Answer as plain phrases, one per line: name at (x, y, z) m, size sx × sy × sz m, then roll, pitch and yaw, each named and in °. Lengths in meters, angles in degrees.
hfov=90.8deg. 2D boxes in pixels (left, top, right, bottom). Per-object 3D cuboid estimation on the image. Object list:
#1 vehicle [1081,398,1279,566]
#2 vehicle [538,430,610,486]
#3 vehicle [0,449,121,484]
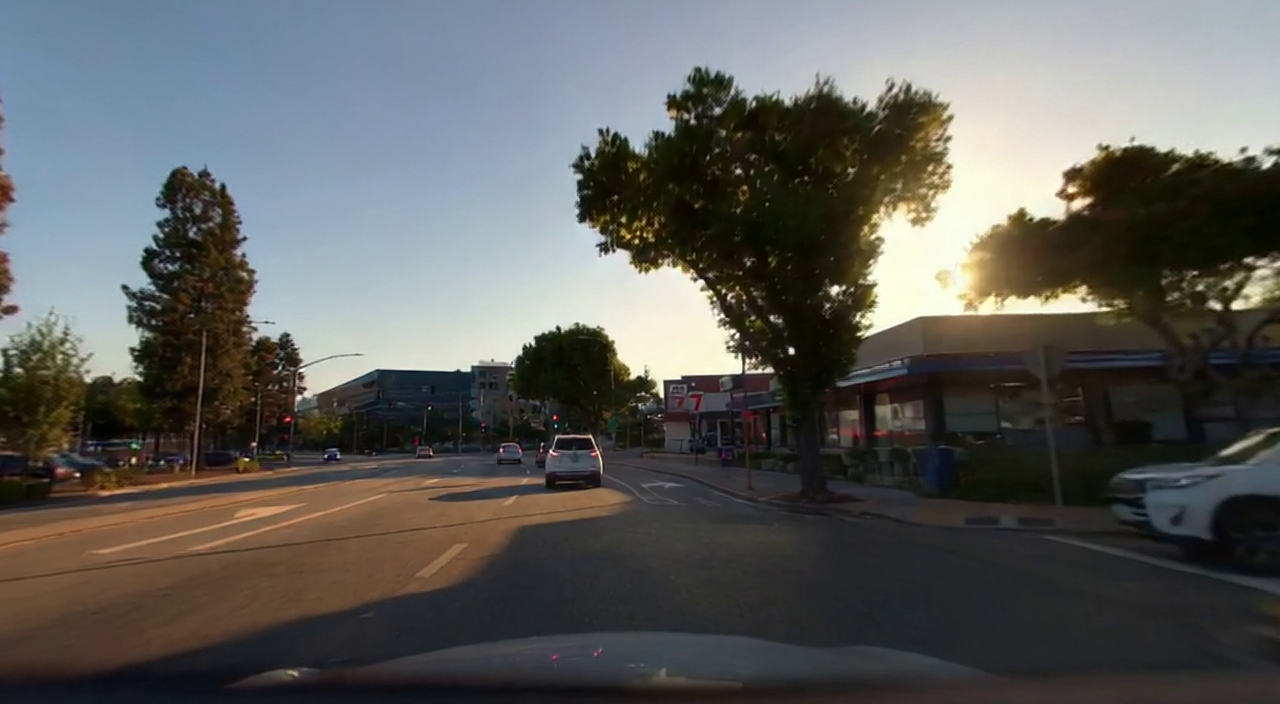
vehicle at (8.103, 1.413, 7.025) m, size 5.076 × 1.761 × 2.077 m, roll -6°, pitch -10°, yaw 36°
vehicle at (-2.341, 3.567, 21.657) m, size 2.227 × 1.733 × 3.930 m, roll 1°, pitch -8°, yaw -8°
vehicle at (-32.912, 6.392, 35.564) m, size 5.060 × 1.793 × 2.403 m, roll 2°, pitch -8°, yaw -17°
